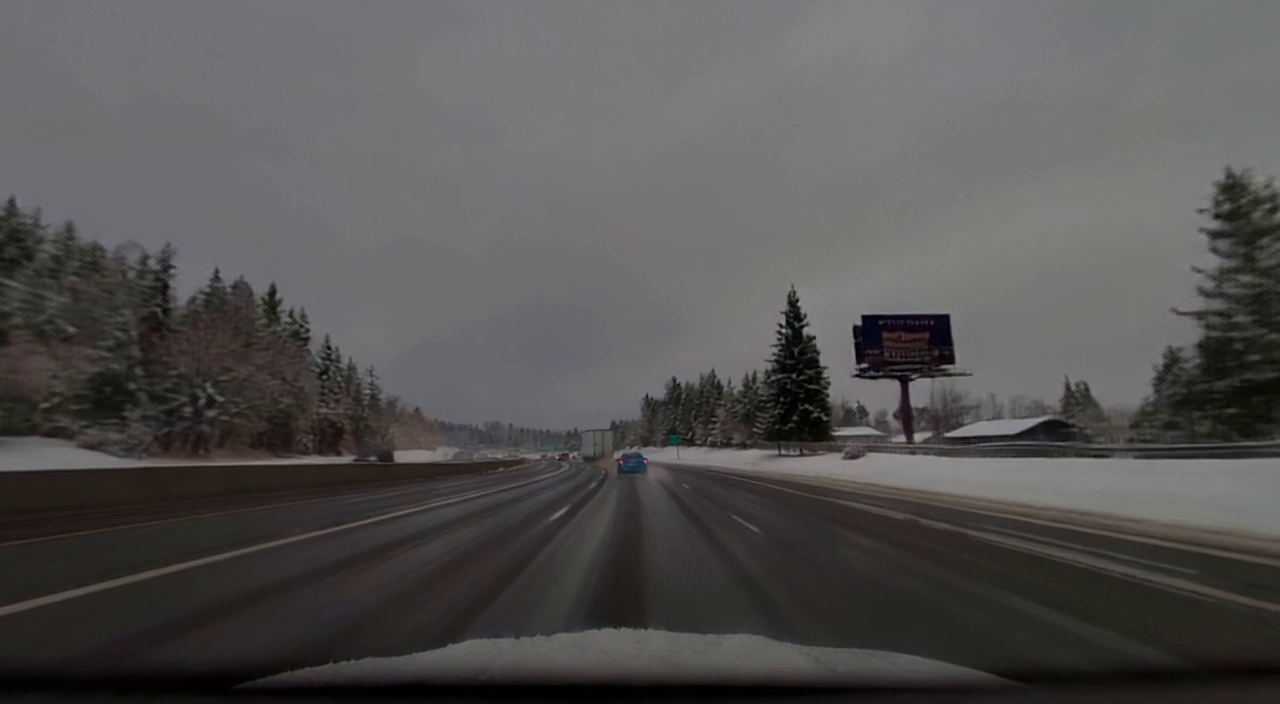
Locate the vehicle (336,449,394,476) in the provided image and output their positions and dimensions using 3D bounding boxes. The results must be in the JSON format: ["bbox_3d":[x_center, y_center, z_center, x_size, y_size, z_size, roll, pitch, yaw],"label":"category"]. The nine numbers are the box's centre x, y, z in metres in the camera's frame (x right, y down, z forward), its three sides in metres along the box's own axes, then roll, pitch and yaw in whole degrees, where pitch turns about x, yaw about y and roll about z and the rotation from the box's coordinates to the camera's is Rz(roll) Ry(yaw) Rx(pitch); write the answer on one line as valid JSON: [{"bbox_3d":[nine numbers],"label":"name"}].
[{"bbox_3d":[-18.731,7.496,43.173,2.028,1.686,4.725,0,-8,-3],"label":"vehicle"}]

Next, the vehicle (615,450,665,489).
[{"bbox_3d":[-0.037,5.163,28.073,2.042,1.528,4.300,0,-8,-1],"label":"vehicle"}]
